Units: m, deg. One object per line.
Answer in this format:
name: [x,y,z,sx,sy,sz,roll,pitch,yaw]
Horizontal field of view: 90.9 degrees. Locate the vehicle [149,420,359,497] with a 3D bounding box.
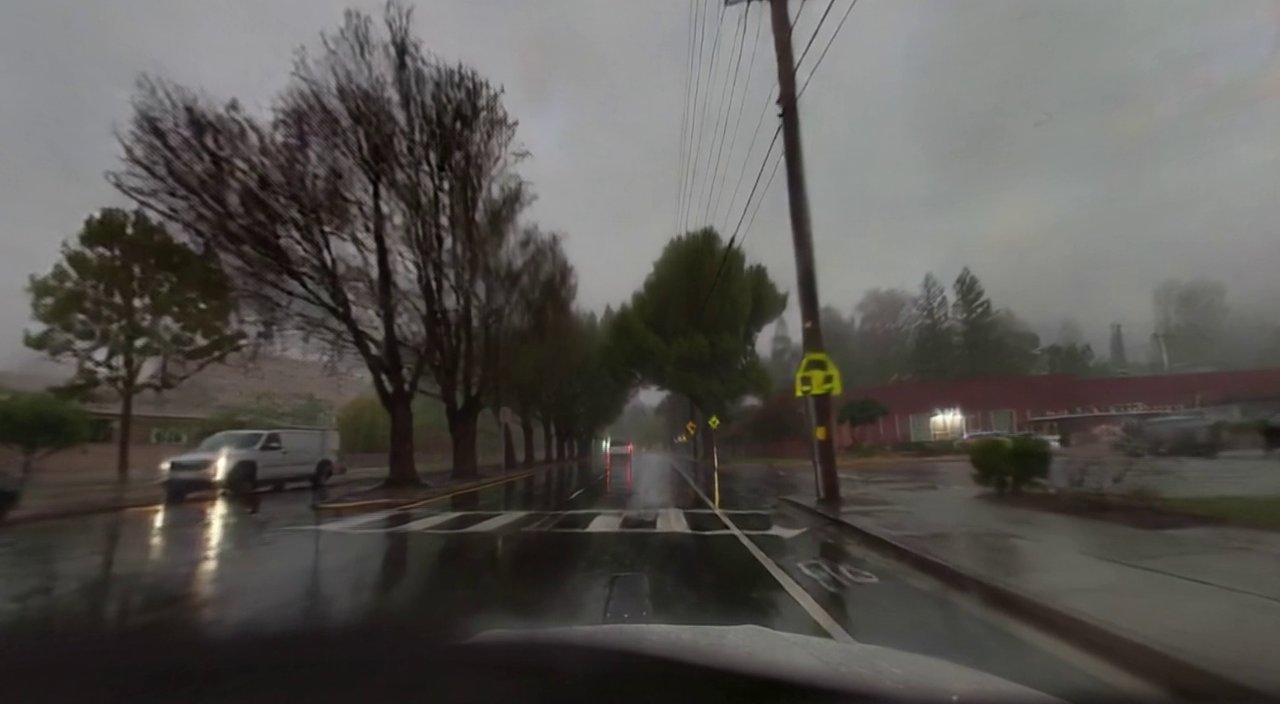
vehicle: [-12.762,3.588,21.676,2.798,2.249,6.296,-1,-8,6]

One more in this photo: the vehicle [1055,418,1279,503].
vehicle: [11.872,2.249,13.345,1.897,1.532,4.694,4,-10,-28]

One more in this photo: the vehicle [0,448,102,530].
vehicle: [-13.039,2.517,11.415,2.090,1.519,4.919,-1,-8,3]
